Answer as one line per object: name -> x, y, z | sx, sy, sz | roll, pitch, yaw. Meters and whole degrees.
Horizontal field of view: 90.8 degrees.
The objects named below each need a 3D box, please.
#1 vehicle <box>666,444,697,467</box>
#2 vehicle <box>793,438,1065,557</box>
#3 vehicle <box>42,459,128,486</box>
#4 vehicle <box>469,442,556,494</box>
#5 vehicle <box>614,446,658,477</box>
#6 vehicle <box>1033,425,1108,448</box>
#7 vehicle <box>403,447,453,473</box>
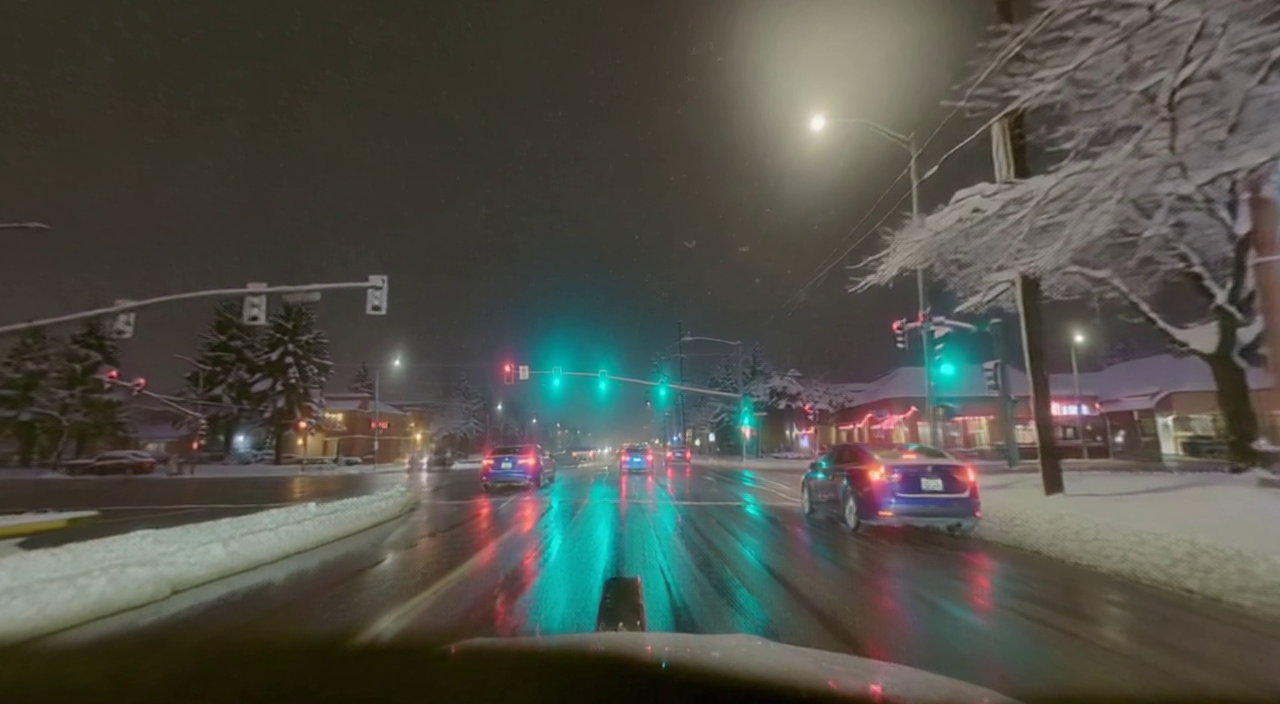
vehicle -> 3.165, 8.031, 49.089 | 1.986, 1.660, 4.006 | 0, -8, -2
vehicle -> 4.267, 2.212, 10.522 | 2.119, 1.479, 4.910 | 0, -8, -1
vehicle -> -37.303, 8.080, 42.537 | 3.931, 1.653, 2.134 | -1, -9, 7
vehicle -> -4.216, 3.889, 21.668 | 2.035, 1.564, 4.702 | 0, -8, -1
vehicle -> -0.219, 5.588, 32.446 | 2.072, 1.473, 4.139 | 0, -8, -1
vehicle -> 33.895, 6.724, 49.965 | 2.213, 1.758, 5.447 | 0, -8, 1
vehicle -> -14.435, 7.325, 43.176 | 1.987, 1.641, 4.185 | 0, -8, 0
